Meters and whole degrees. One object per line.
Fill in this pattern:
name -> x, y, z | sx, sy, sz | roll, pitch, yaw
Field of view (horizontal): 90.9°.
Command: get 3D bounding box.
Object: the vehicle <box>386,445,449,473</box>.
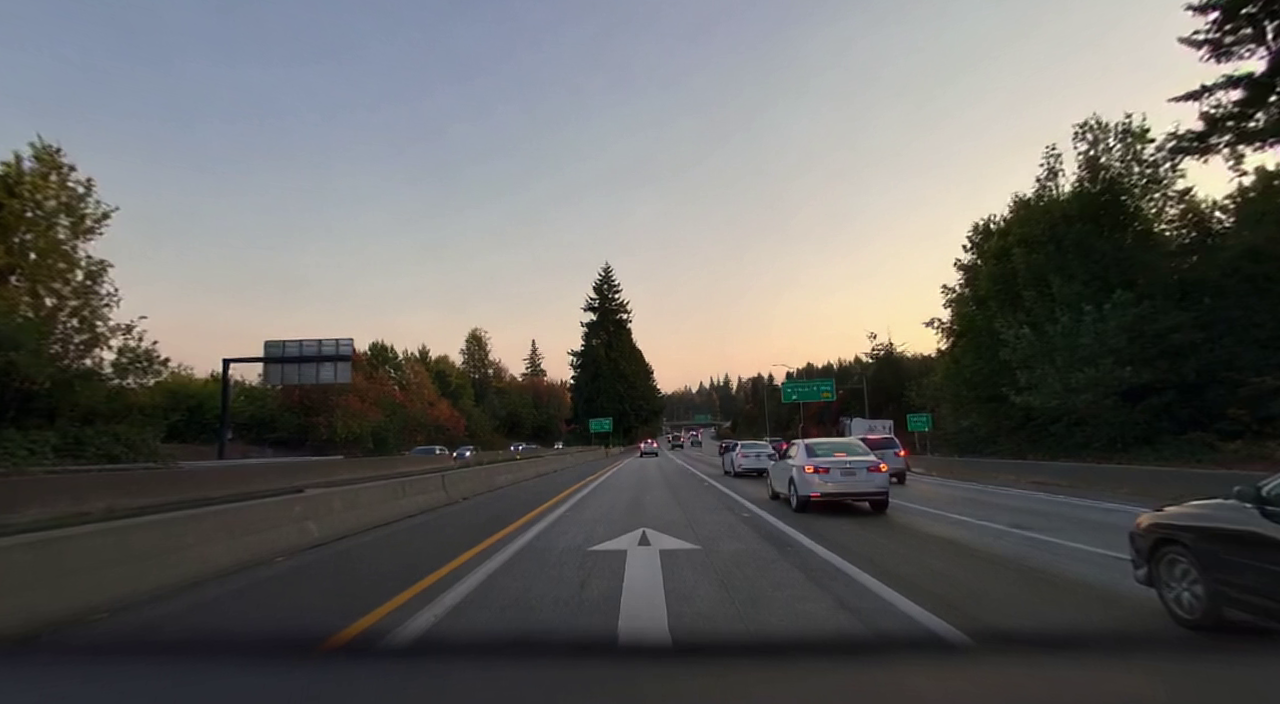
vehicle -> -12.944, 6.242, 37.009 | 1.902, 1.474, 4.752 | 0, -8, 1

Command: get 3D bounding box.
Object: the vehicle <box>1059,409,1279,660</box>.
vehicle -> 5.028, 1.052, 3.403 | 2.143, 1.516, 4.533 | 1, -8, -5

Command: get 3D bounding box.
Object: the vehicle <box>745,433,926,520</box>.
vehicle -> 3.707, 2.445, 13.042 | 2.198, 1.467, 4.675 | 0, -8, -1
